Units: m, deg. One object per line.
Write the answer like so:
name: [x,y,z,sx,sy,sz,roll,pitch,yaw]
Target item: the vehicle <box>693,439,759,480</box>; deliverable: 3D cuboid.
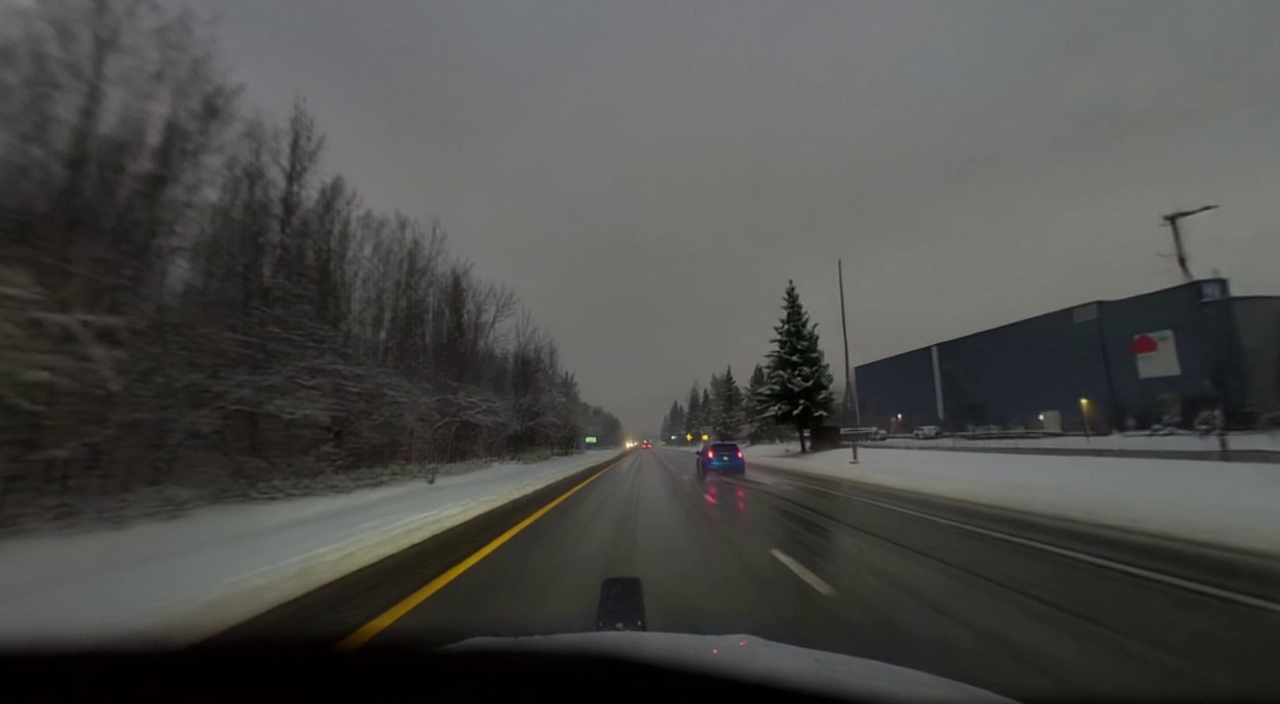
vehicle: [3.455,4.380,25.904,2.079,1.531,3.997,0,-8,-1]
